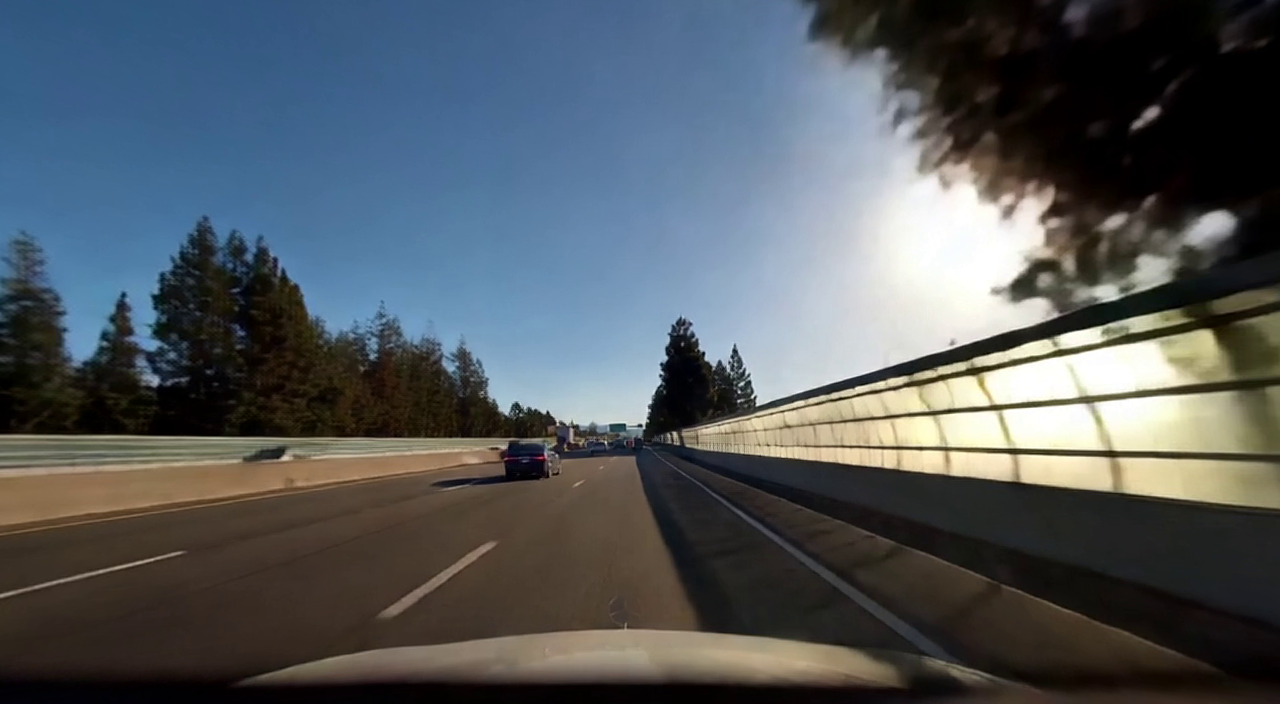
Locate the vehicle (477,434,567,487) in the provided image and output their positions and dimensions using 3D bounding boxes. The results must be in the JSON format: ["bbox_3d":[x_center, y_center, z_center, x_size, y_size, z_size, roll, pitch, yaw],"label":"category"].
[{"bbox_3d":[-3.726,3.506,20.595,2.059,1.541,4.296,0,-8,1],"label":"vehicle"}]
